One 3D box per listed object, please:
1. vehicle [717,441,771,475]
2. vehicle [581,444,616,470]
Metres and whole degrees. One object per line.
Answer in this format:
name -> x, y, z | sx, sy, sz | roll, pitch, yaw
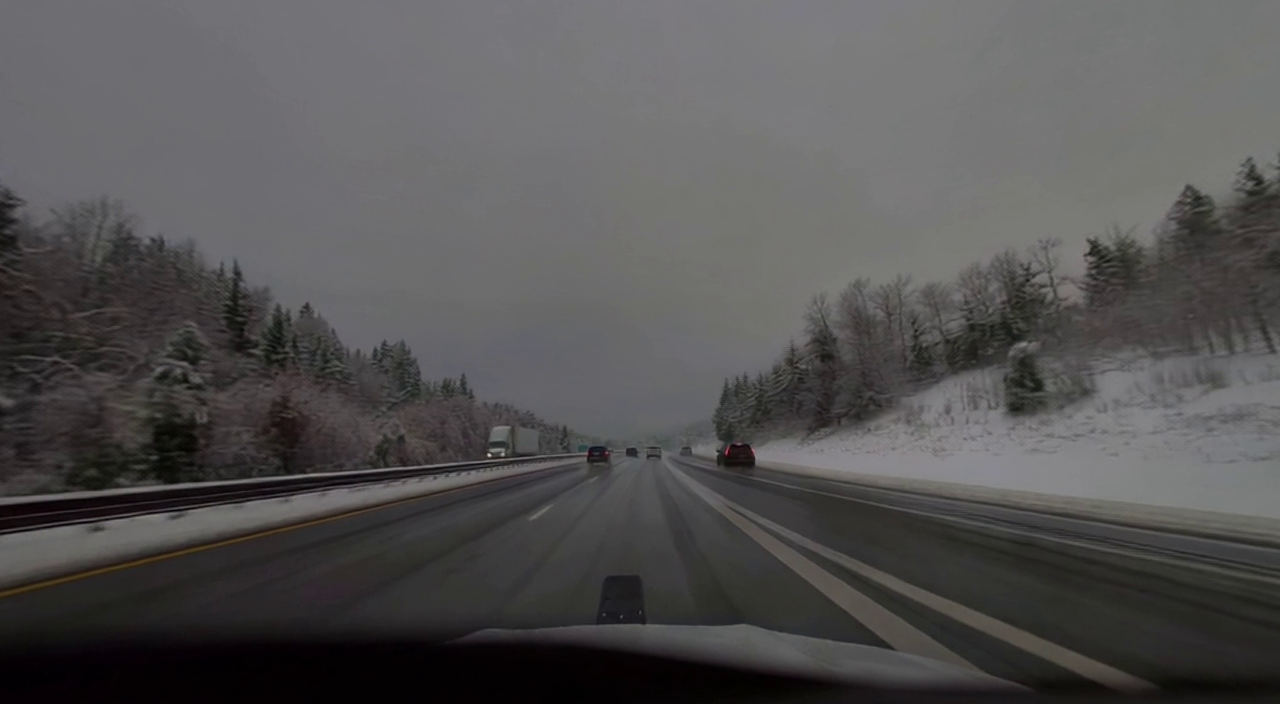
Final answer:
vehicle -> 5.370, 5.529, 33.054 | 2.021, 1.639, 4.203 | 0, -9, -1
vehicle -> -2.787, 7.149, 43.187 | 2.037, 1.638, 4.274 | 0, -9, 1
